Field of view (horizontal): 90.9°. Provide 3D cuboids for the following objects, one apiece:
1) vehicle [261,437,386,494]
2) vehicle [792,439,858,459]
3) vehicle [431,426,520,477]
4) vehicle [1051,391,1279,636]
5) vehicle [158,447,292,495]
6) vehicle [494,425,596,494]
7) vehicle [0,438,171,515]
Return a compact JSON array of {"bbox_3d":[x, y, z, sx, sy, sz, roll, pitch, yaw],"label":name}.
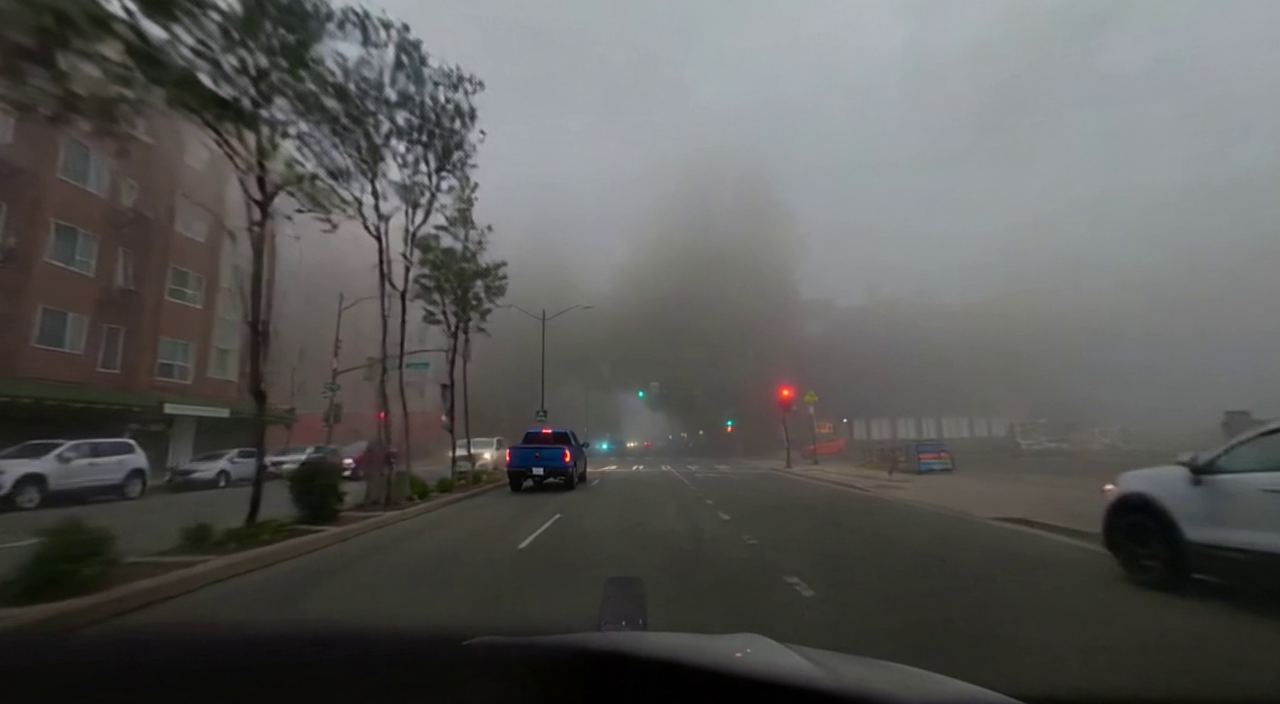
[{"bbox_3d":[-10.051,3.623,20.449,1.894,1.636,4.057,0,-9,1],"label":"vehicle"},{"bbox_3d":[14.178,7.470,48.389,4.447,1.484,1.928,0,-9,1],"label":"vehicle"},{"bbox_3d":[-7.053,4.377,27.864,2.308,1.961,5.807,0,-9,1],"label":"vehicle"},{"bbox_3d":[5.806,1.204,4.741,2.137,1.795,4.854,0,-9,0],"label":"vehicle"},{"bbox_3d":[-16.097,4.606,24.870,2.100,1.596,4.739,-2,-9,0],"label":"vehicle"},{"bbox_3d":[-2.682,3.220,19.261,2.197,1.786,5.365,0,-9,1],"label":"vehicle"},{"bbox_3d":[-16.079,3.425,17.859,1.948,1.827,4.730,-2,-8,0],"label":"vehicle"}]
